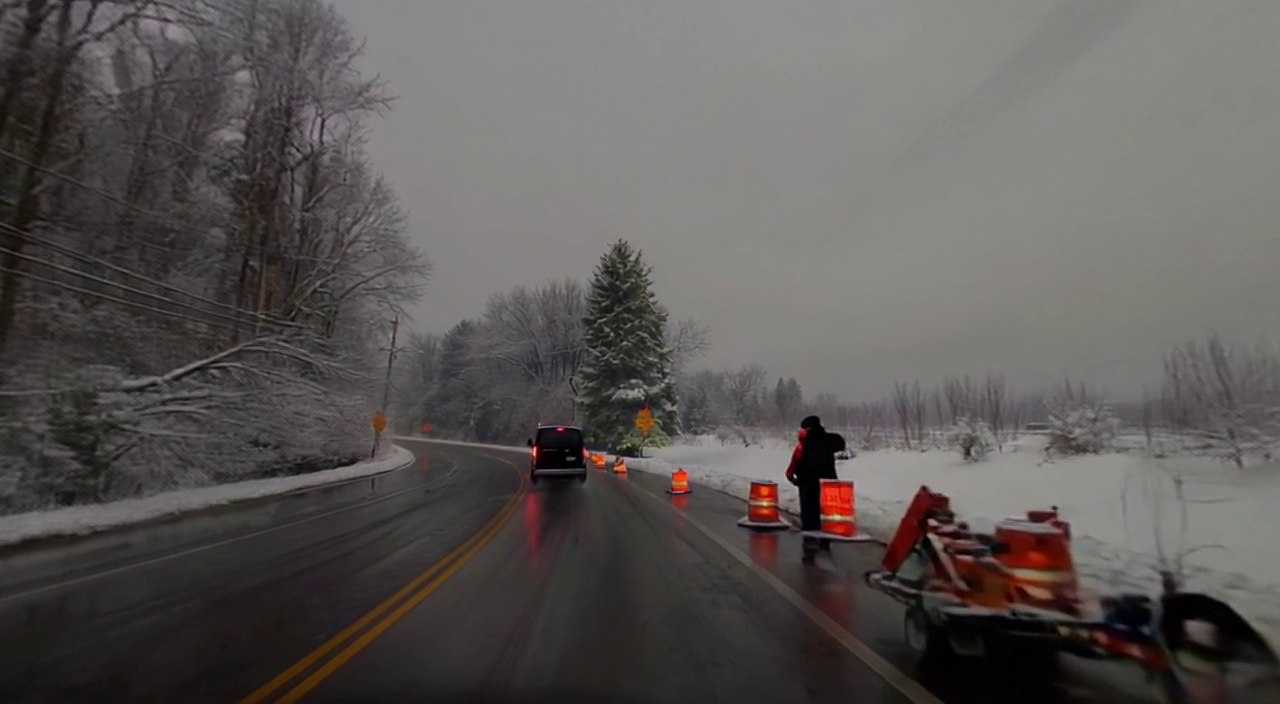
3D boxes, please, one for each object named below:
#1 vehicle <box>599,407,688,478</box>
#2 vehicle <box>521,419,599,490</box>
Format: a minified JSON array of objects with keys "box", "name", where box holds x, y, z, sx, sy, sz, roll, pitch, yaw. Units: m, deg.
[{"box":[-0.090,4.789,33.917,3.126,3.310,8.534,1,-8,-11],"name":"vehicle"},{"box":[-2.998,3.620,22.659,2.362,2.223,4.892,2,-9,-12],"name":"vehicle"}]
